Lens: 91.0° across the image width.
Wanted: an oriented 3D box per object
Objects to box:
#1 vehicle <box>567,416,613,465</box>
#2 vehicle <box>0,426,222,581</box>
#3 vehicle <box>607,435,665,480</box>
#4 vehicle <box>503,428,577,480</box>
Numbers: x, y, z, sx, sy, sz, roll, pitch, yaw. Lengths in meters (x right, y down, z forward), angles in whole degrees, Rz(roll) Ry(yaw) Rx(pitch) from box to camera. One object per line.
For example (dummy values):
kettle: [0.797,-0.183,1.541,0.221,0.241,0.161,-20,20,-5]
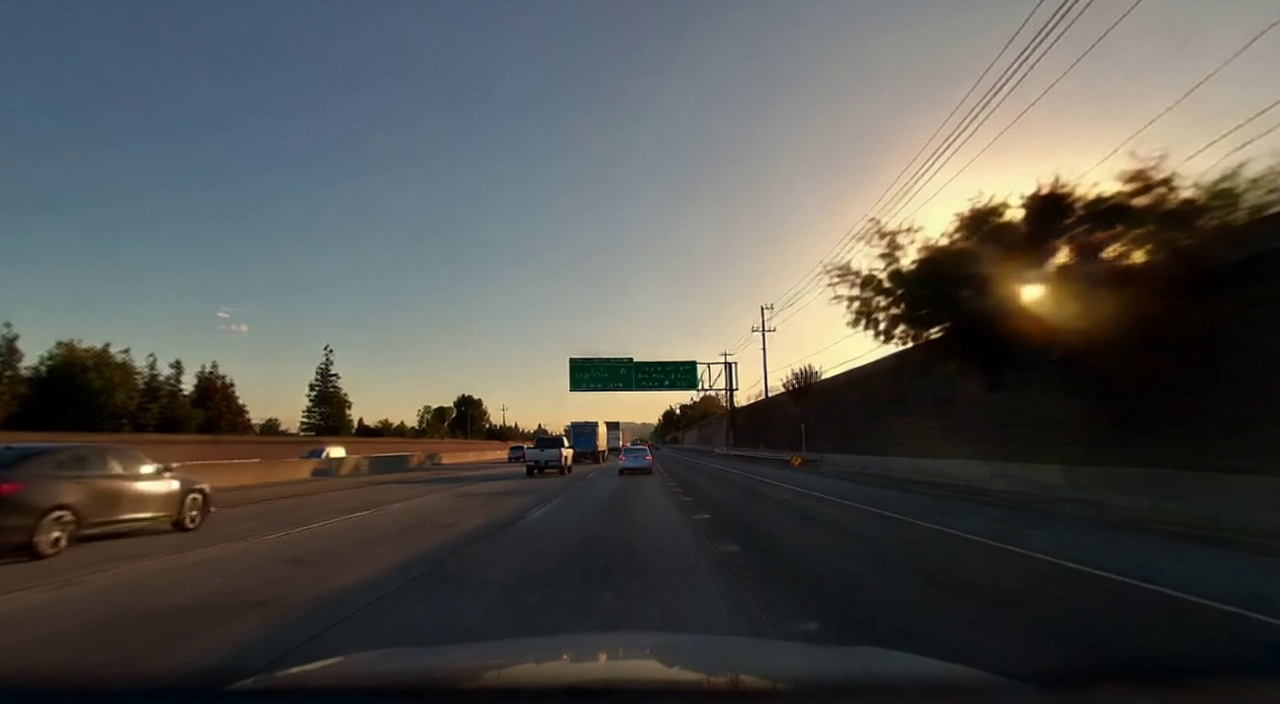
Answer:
vehicle: [-3.618,6.801,48.007,2.956,3.331,9.575,0,-8,-1]
vehicle: [-7.320,1.630,7.113,2.025,1.510,4.582,0,-8,0]
vehicle: [-0.135,4.288,25.841,2.178,1.640,4.071,0,-8,0]
vehicle: [-3.822,4.000,24.966,2.109,1.840,4.614,0,-8,1]
